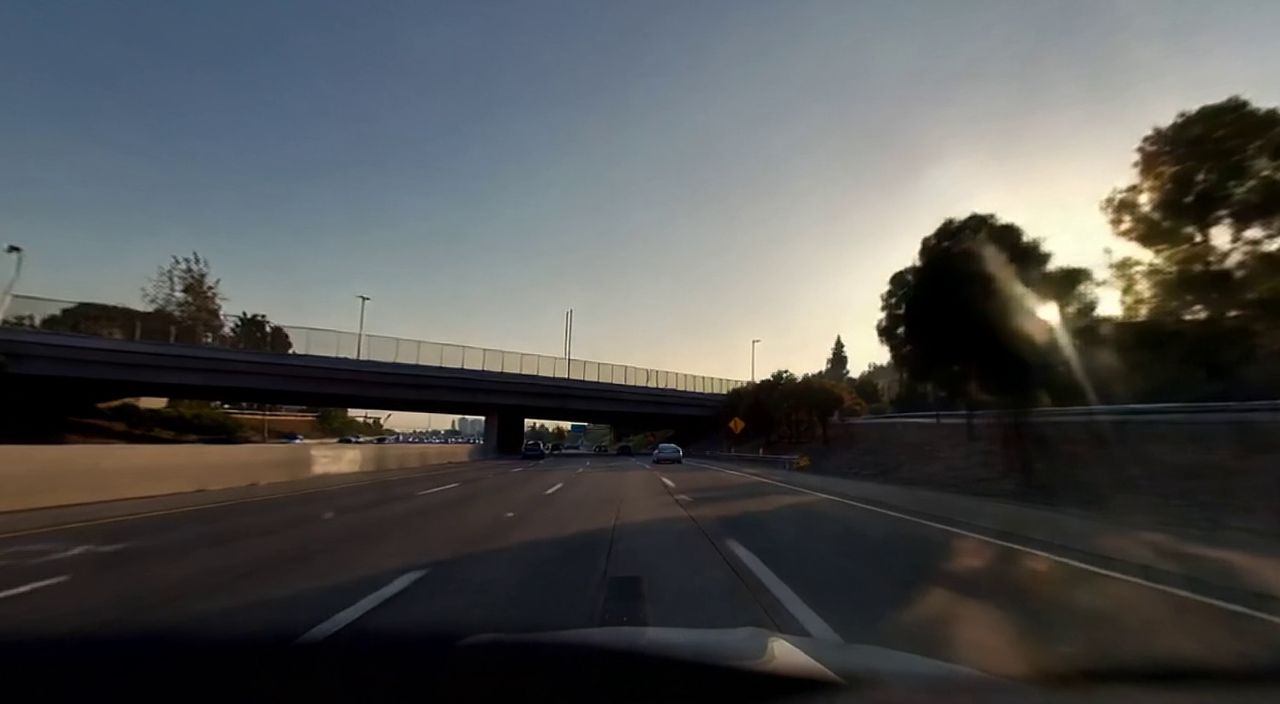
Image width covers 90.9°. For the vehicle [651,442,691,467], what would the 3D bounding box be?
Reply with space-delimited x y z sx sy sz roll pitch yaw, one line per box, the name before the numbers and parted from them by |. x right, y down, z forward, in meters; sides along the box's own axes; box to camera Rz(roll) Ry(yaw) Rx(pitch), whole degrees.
vehicle | 1.962 6.761 41.799 2.059 1.509 4.670 0 -8 -4

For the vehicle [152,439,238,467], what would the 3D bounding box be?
vehicle | -27.104 6.134 38.651 2.030 1.578 4.712 0 -8 -3
